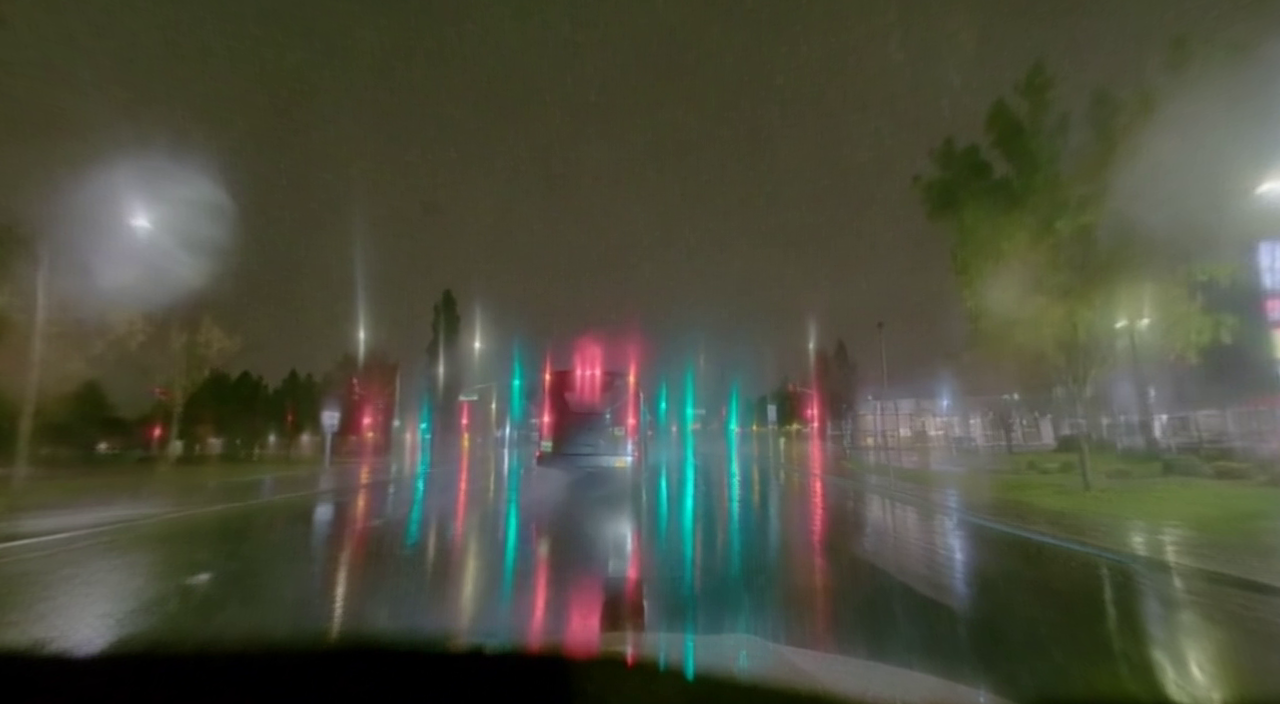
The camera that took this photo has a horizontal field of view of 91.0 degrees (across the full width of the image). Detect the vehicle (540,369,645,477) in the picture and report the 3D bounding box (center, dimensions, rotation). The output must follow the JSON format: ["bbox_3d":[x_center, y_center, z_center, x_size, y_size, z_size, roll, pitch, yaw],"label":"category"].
[{"bbox_3d":[-1.464,3.088,25.699,3.031,3.429,11.005,0,-9,2],"label":"vehicle"}]
